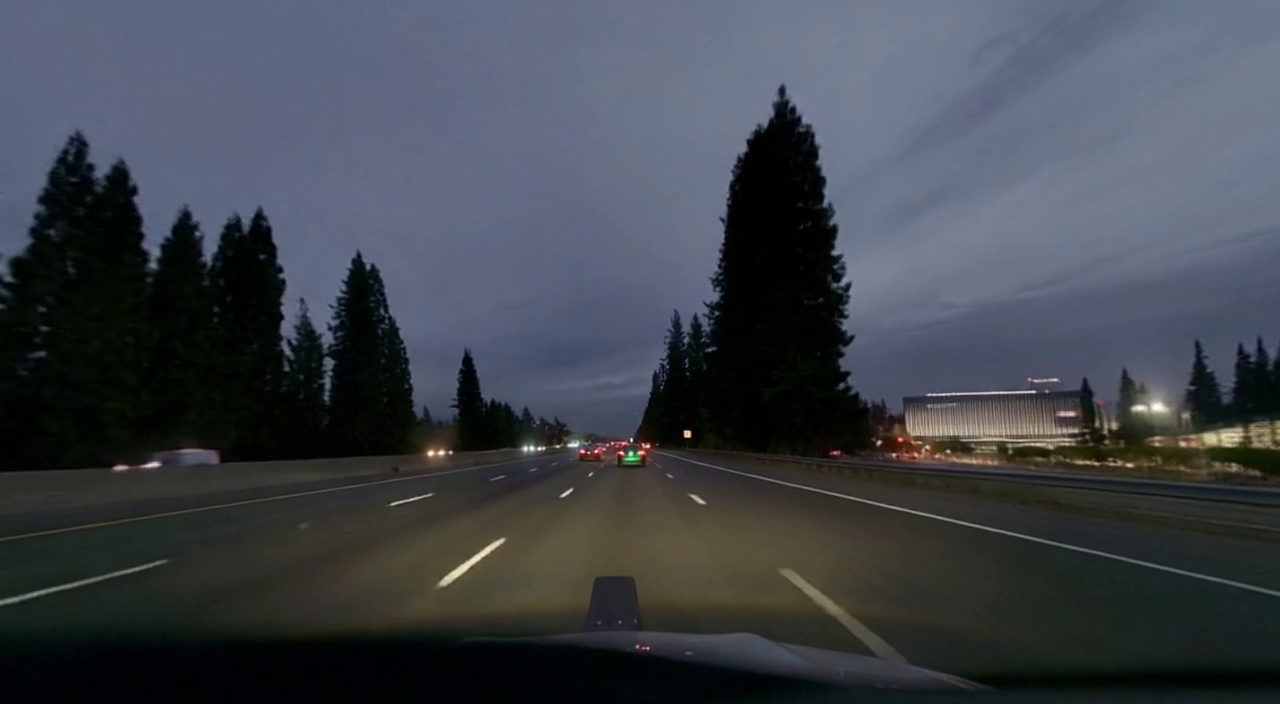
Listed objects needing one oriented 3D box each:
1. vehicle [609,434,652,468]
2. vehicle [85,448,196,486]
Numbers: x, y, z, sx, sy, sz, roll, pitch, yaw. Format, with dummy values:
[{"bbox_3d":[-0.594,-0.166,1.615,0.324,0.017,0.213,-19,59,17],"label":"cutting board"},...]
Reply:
[{"bbox_3d":[-0.571,5.703,36.360,2.302,1.810,4.707,0,-8,-1],"label":"vehicle"},{"bbox_3d":[-27.165,6.216,34.466,2.288,1.842,4.610,0,-8,-1],"label":"vehicle"}]
